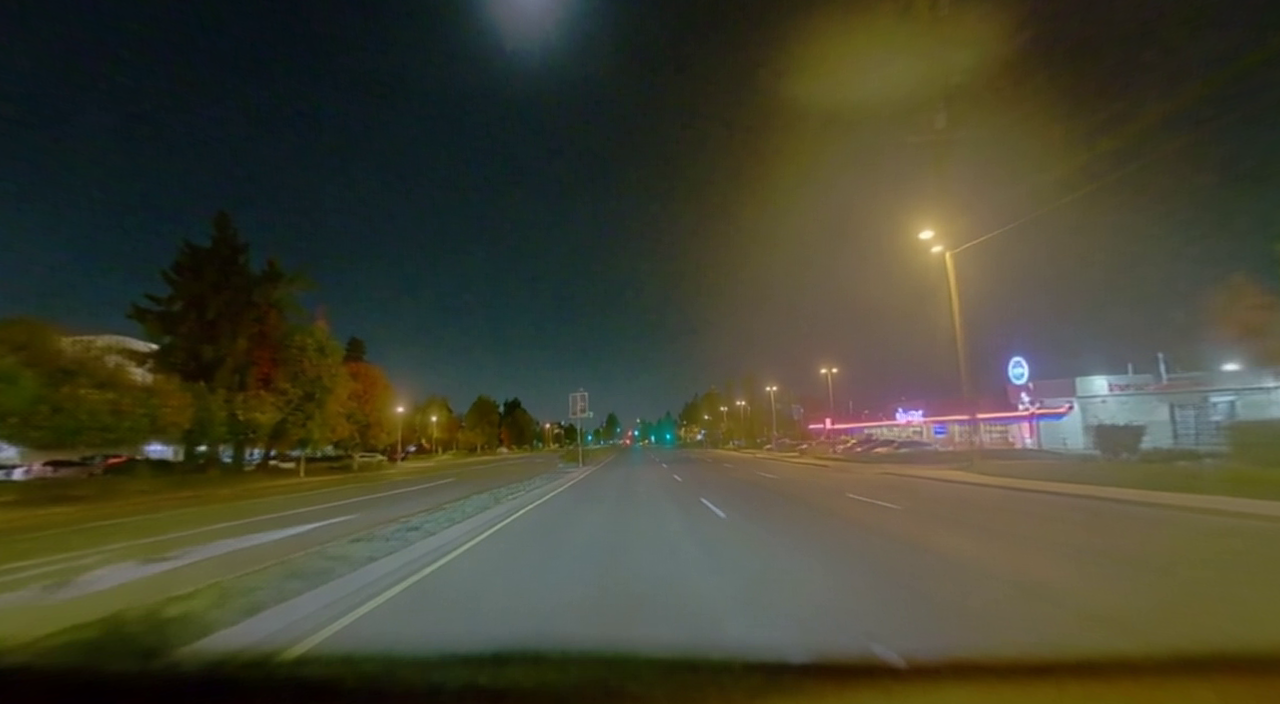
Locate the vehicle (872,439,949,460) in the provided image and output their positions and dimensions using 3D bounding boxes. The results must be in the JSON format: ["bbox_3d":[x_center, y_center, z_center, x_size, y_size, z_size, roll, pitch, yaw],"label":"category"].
[{"bbox_3d":[20.096,7.268,47.053,4.805,1.473,2.046,0,-8,-3],"label":"vehicle"}]
